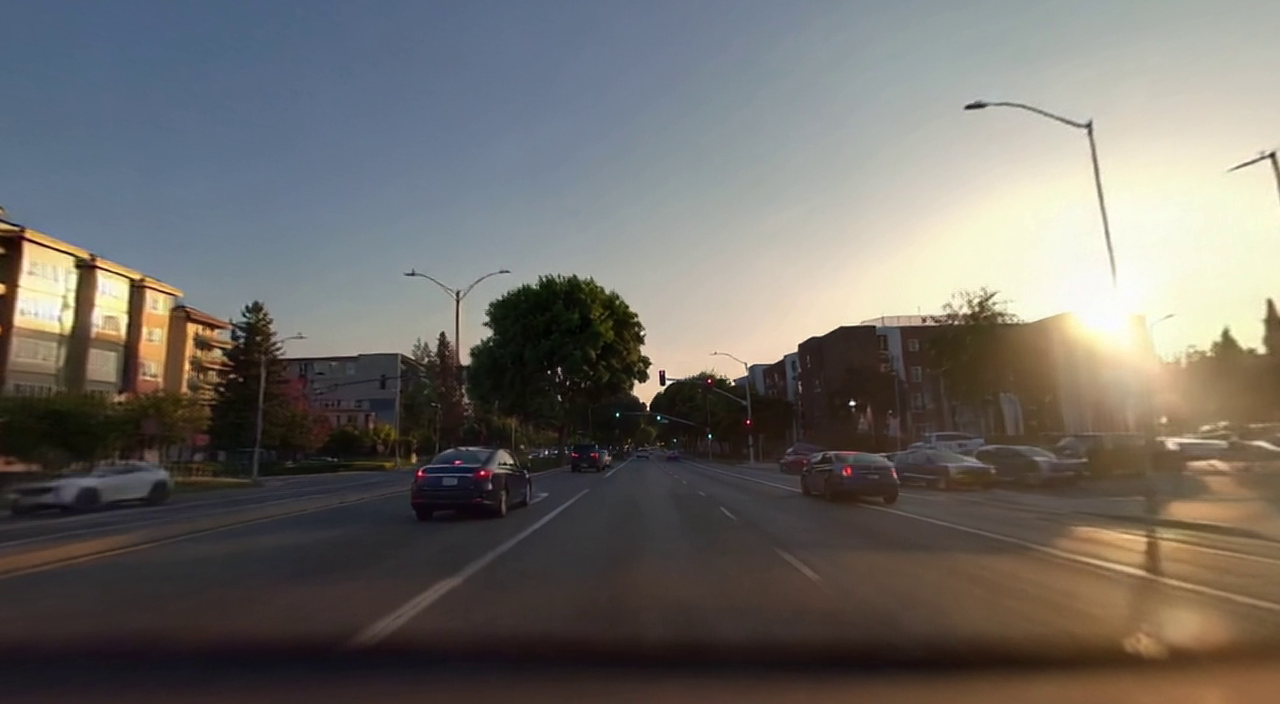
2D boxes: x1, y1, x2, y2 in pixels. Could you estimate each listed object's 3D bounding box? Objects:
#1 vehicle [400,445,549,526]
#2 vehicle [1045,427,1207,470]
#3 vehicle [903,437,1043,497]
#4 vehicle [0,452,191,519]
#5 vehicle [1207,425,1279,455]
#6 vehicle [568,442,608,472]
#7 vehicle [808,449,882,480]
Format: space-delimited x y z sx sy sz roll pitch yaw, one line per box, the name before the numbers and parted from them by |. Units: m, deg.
vehicle | -3.349 2.781 13.836 2.144 1.447 4.421 0 -9 -1
vehicle | 18.394 3.670 24.091 4.416 1.519 1.988 -1 -9 2
vehicle | 10.338 3.589 20.076 1.975 1.677 4.400 0 -9 -1
vehicle | -14.763 3.575 17.432 1.854 1.586 4.043 0 -9 -2
vehicle | 34.632 4.842 34.612 4.771 1.577 2.205 -1 -9 4
vehicle | -3.436 7.014 42.509 2.220 1.888 4.904 0 -9 0
vehicle | 10.184 5.601 31.861 2.045 1.418 4.869 0 -9 -1
